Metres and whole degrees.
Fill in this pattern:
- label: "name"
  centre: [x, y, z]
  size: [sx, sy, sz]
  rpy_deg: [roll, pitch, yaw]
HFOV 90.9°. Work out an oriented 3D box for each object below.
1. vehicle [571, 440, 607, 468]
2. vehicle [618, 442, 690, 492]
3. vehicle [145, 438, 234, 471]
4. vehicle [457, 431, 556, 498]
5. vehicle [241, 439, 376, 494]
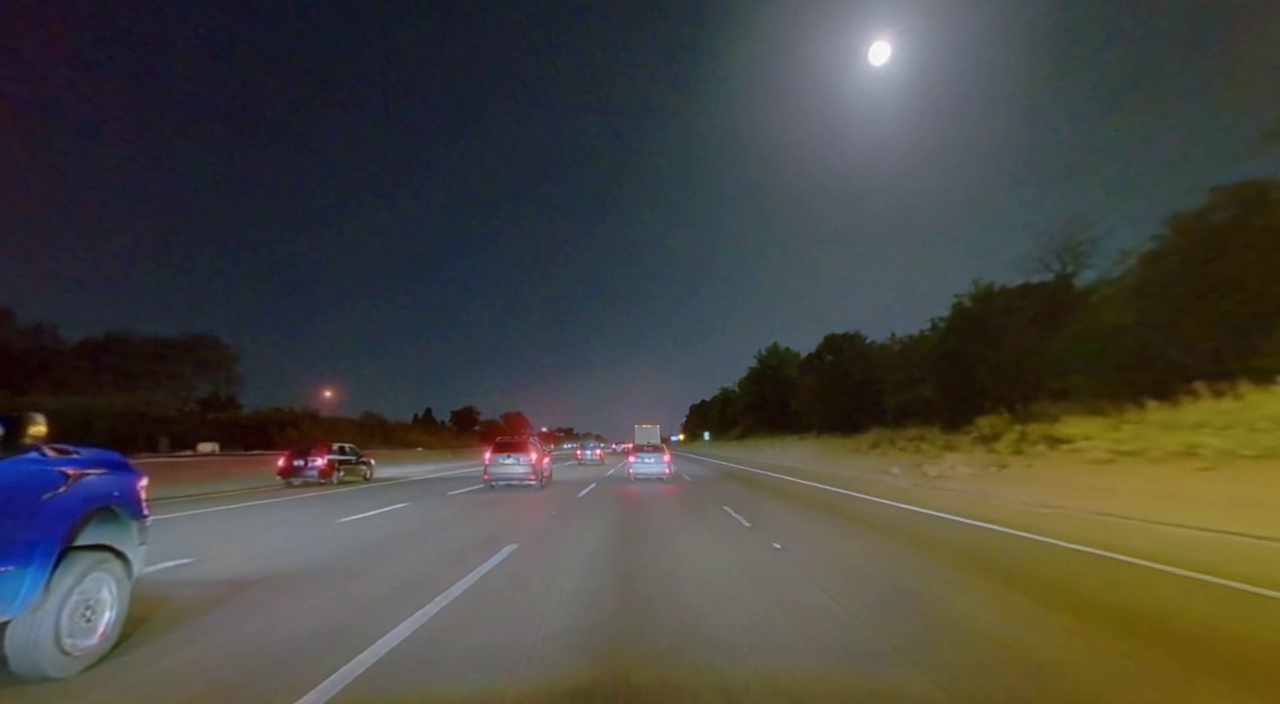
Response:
- label: "vehicle"
  centre: [-3.192, 6.465, 40.184]
  size: [1.897, 1.646, 4.049]
  rpy_deg: [0, -8, 1]
- label: "vehicle"
  centre: [0.400, 3.630, 20.267]
  size: [2.054, 1.421, 4.090]
  rpy_deg: [0, -8, 0]
- label: "vehicle"
  centre: [-30.551, 6.959, 42.996]
  size: [2.239, 2.119, 5.149]
  rpy_deg: [0, -8, 0]
- label: "vehicle"
  centre: [-3.736, 3.229, 18.501]
  size: [1.903, 1.721, 4.210]
  rpy_deg: [0, -8, 1]
- label: "vehicle"
  centre: [-10.564, 3.654, 20.527]
  size: [1.941, 1.602, 4.277]
  rpy_deg: [0, -8, 2]
